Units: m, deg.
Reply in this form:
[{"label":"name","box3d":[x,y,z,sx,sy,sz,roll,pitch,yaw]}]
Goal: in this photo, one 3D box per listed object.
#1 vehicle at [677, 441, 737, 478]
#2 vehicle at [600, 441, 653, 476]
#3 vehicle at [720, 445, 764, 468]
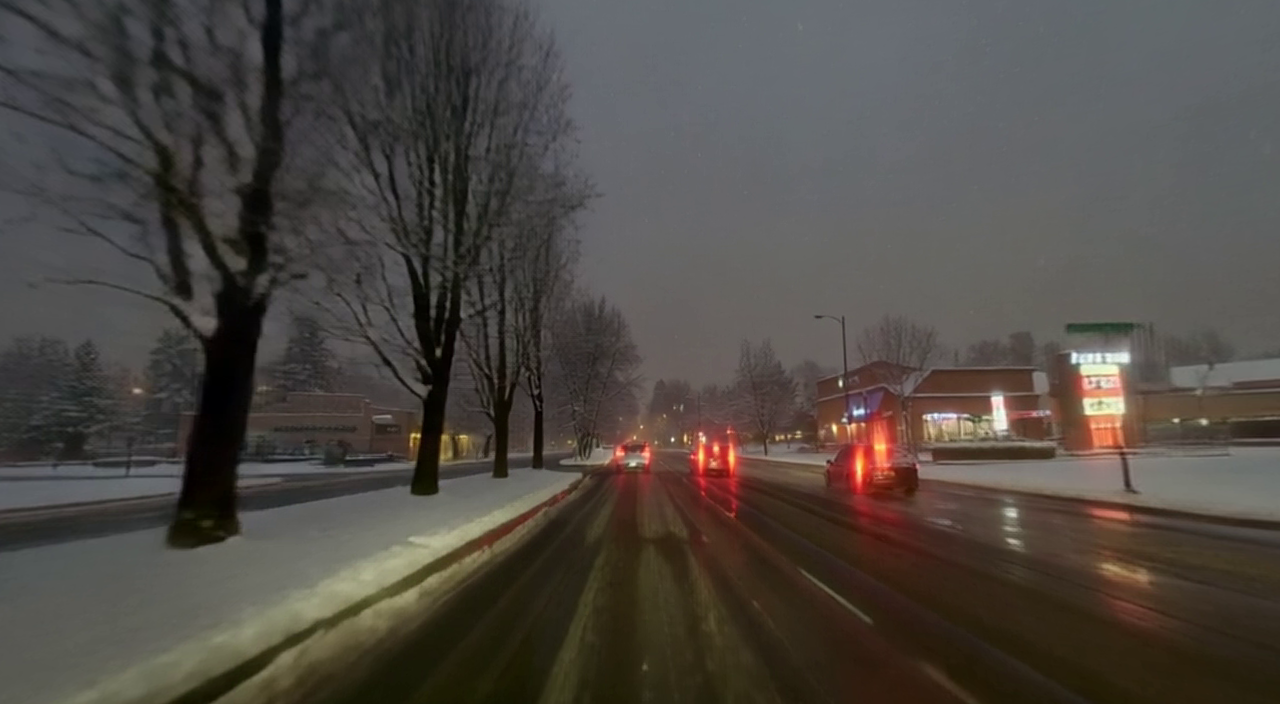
[{"label":"vehicle","box3d":[2.895,4.778,28.393,2.057,1.491,4.675,0,-8,-2]},{"label":"vehicle","box3d":[-0.620,4.791,28.675,2.242,1.474,4.127,0,-8,-1]},{"label":"vehicle","box3d":[6.544,6.720,40.902,2.068,1.393,3.874,0,-8,-3]}]
